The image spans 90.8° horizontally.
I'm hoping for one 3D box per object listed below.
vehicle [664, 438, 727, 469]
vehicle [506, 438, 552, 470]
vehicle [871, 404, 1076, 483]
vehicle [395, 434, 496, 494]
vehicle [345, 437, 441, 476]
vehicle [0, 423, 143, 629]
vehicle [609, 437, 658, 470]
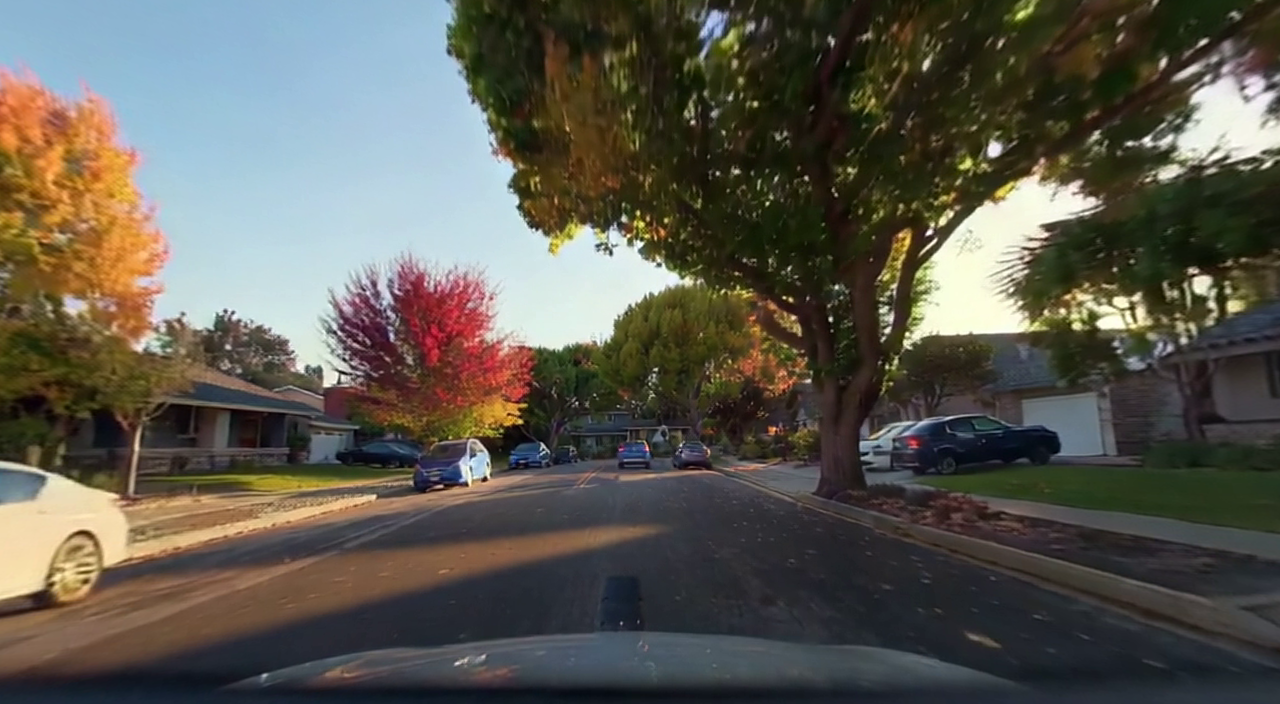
[{"bbox_3d":[2.816,5.304,33.157,2.429,1.502,4.474,1,-9,-7],"label":"vehicle"},{"bbox_3d":[-7.090,6.568,40.852,2.235,1.851,4.662,-2,-9,-1],"label":"vehicle"},{"bbox_3d":[9.705,2.685,18.658,4.813,1.914,2.041,-3,-9,-5],"label":"vehicle"},{"bbox_3d":[-6.722,3.872,22.465,2.254,1.773,4.795,-2,-7,-2],"label":"vehicle"},{"bbox_3d":[-13.244,5.598,34.071,4.461,1.717,1.936,-3,-6,-5],"label":"vehicle"},{"bbox_3d":[-6.190,1.394,4.637,2.007,1.662,3.951,-2,-7,-3],"label":"vehicle"},{"bbox_3d":[-0.372,4.929,30.682,2.192,1.474,4.192,1,-9,-3],"label":"vehicle"}]
